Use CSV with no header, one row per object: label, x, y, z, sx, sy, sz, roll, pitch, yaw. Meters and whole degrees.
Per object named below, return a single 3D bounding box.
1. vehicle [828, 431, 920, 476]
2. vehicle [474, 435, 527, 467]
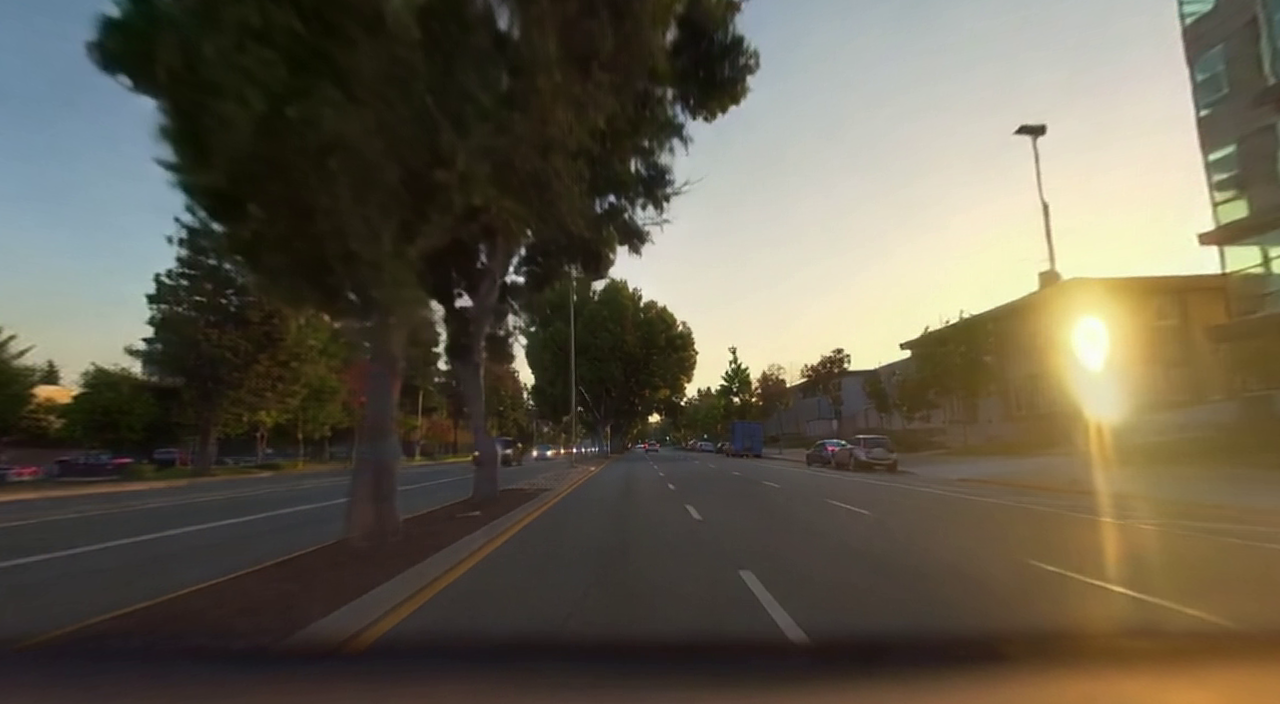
vehicle,10.180,4.455,27.954,2.043,1.761,5.022,0,-8,-1
vehicle,-8.833,6.305,40.377,2.212,1.904,4.986,-1,-8,1
